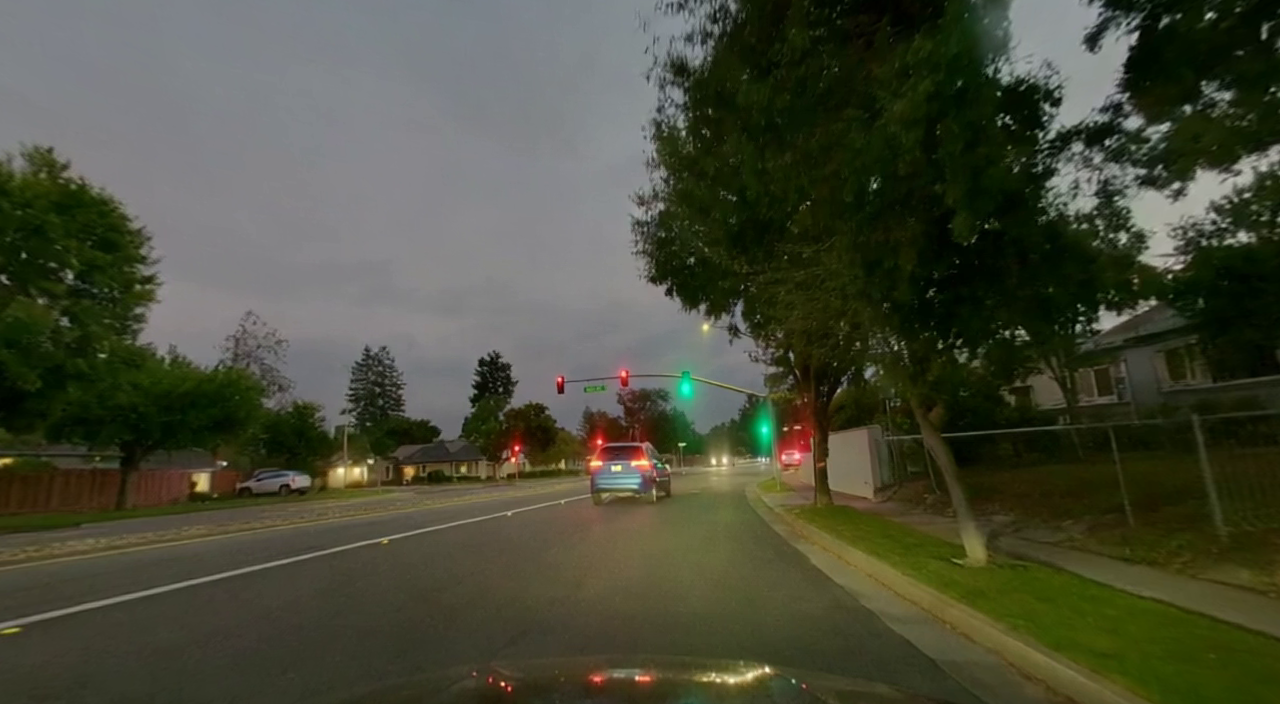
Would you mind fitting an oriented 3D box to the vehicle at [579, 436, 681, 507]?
[{"bbox_3d":[-0.156,3.633,19.695,2.059,1.908,4.714,-2,-9,13],"label":"vehicle"}]

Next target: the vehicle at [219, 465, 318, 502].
[{"bbox_3d":[-22.409,7.923,38.312,2.332,1.896,5.688,-1,-9,3],"label":"vehicle"}]
